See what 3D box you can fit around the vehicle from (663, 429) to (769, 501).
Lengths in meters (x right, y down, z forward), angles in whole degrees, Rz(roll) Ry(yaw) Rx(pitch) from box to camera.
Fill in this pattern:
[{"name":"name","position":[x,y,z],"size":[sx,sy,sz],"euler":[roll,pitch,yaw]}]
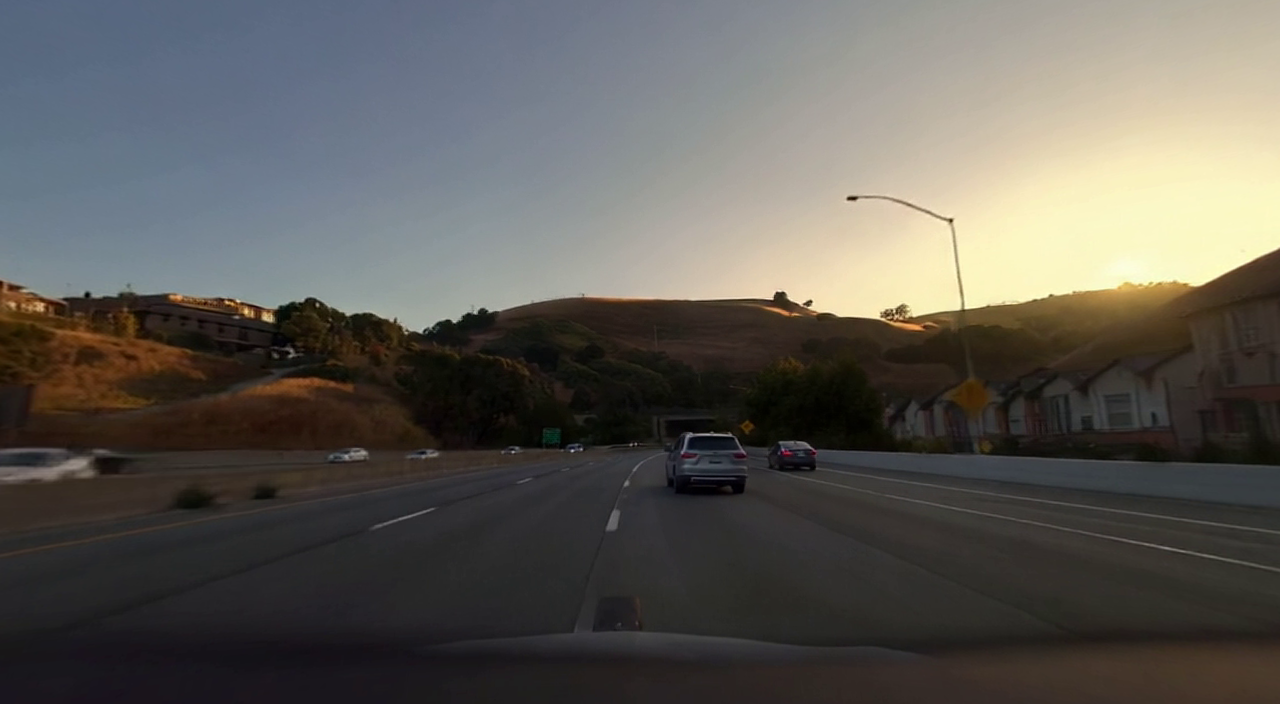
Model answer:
[{"name":"vehicle","position":[1.957,3.133,17.875],"size":[2.318,1.766,4.587],"euler":[0,-9,-2]}]

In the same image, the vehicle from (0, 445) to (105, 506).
[{"name":"vehicle","position":[-20.071,3.870,19.933],"size":[2.085,1.789,4.669],"euler":[0,-9,1]}]

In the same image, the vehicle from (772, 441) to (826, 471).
[{"name":"vehicle","position":[9.566,6.296,38.324],"size":[2.043,1.714,4.453],"euler":[0,-9,-1]}]
